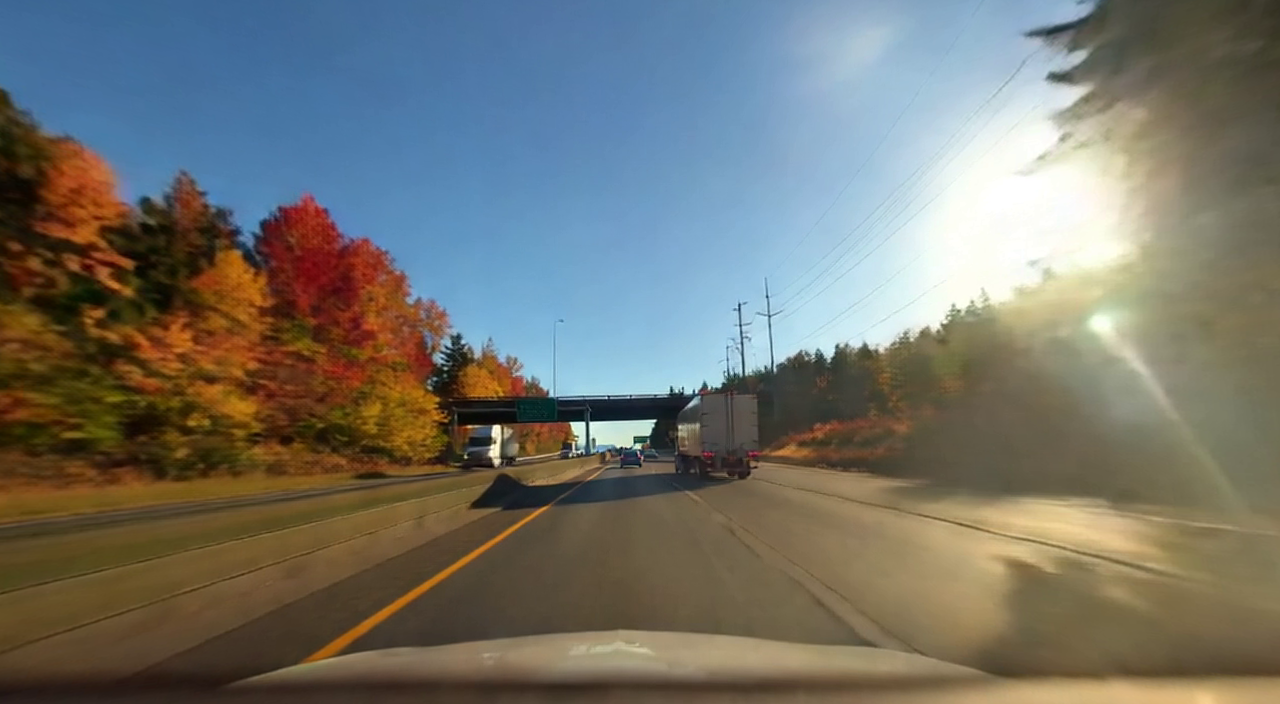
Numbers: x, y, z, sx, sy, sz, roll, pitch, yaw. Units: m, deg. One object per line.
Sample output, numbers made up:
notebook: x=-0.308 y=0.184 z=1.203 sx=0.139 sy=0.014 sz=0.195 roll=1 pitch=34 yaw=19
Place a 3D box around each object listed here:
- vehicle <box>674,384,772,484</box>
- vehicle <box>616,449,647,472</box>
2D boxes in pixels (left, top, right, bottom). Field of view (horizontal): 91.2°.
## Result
vehicle: x=3.930 y=4.611 z=34.018 sx=2.956 sy=4.281 sz=14.327 roll=0 pitch=-9 yaw=-2
vehicle: x=-0.564 y=7.246 z=42.178 sx=1.961 sy=1.454 sz=3.755 roll=0 pitch=-9 yaw=-1
